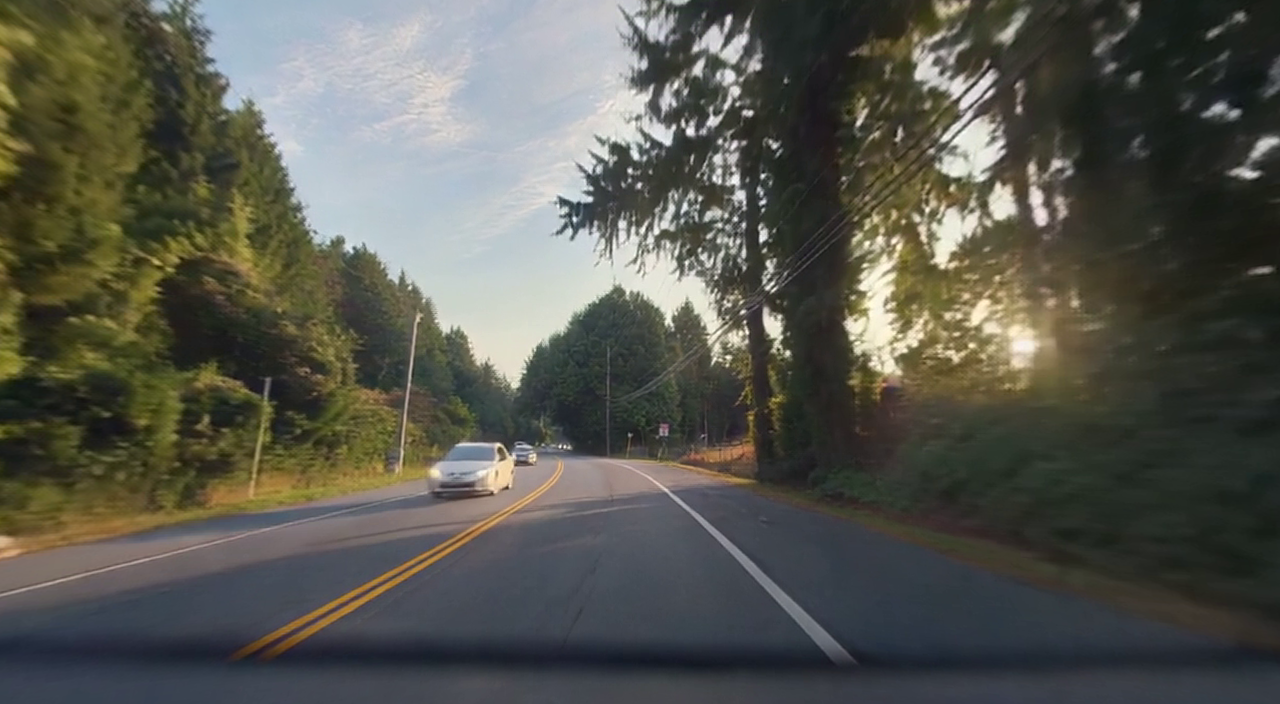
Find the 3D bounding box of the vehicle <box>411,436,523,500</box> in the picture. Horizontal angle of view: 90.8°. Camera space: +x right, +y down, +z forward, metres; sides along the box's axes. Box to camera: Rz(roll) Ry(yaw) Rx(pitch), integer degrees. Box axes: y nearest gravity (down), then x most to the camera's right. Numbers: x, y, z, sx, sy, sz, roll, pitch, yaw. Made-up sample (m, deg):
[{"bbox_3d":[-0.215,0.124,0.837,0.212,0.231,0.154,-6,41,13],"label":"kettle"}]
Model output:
[{"bbox_3d":[-4.956,3.392,18.861,2.165,1.648,4.605,1,-9,-2],"label":"vehicle"}]
